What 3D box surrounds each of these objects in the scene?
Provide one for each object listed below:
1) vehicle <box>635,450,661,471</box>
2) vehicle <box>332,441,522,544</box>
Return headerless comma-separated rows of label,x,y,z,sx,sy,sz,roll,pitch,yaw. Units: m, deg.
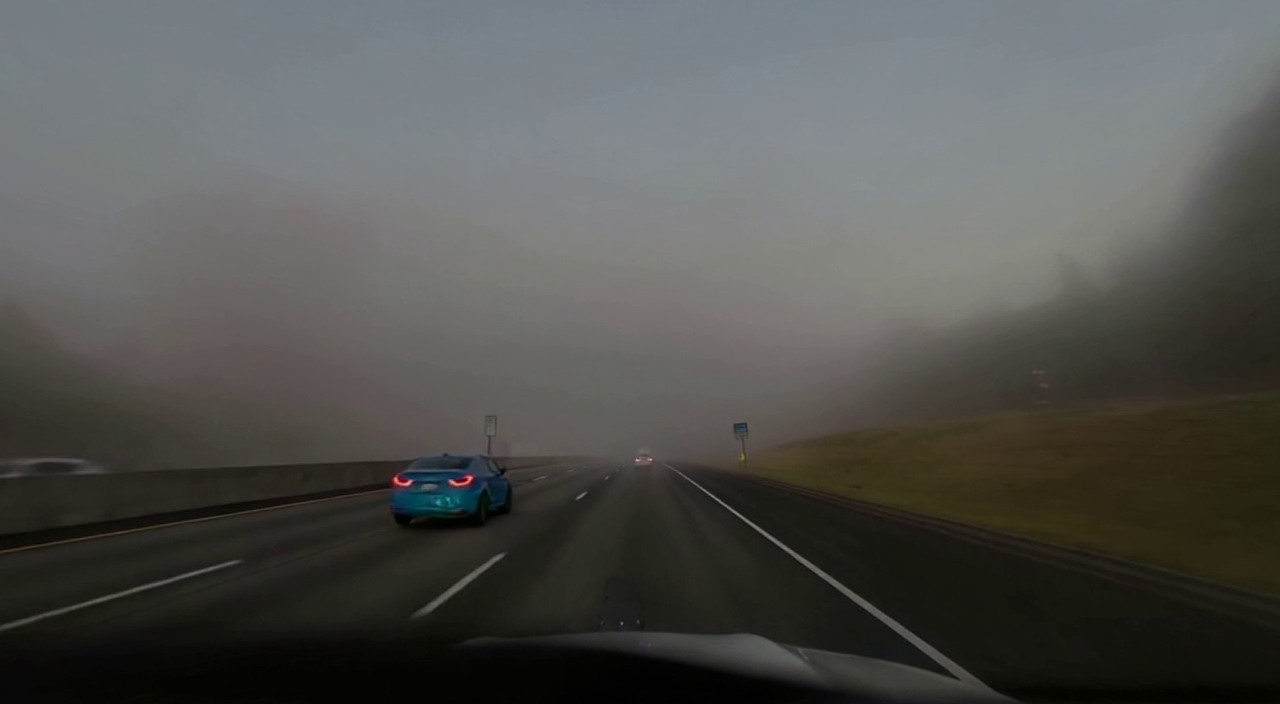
vehicle,0.585,8.333,48.703,1.908,1.515,3.871,0,-9,0
vehicle,-3.518,2.392,11.376,1.978,1.498,4.080,0,-9,0
